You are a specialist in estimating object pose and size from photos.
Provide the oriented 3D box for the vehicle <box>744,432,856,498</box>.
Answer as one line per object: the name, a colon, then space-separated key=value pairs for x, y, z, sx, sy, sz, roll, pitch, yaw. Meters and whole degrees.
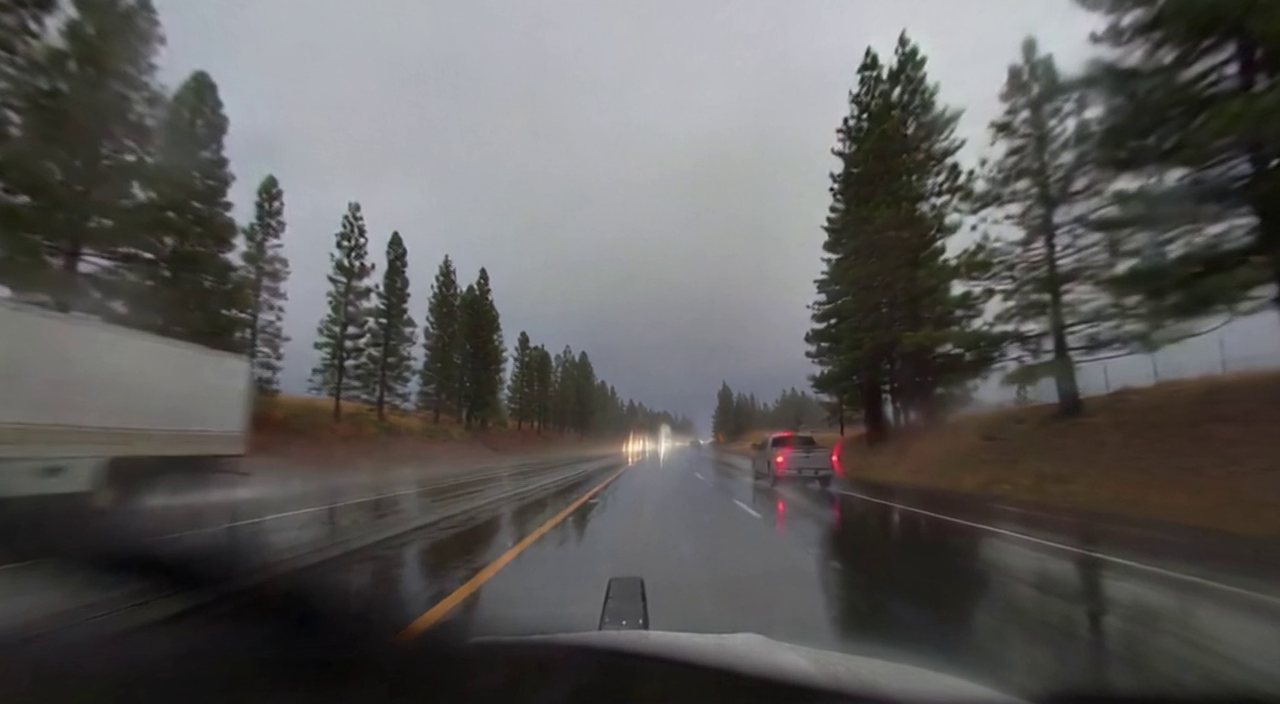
vehicle: x=4.583 y=3.315 z=18.967 sx=2.098 sy=1.703 sz=4.862 roll=0 pitch=-8 yaw=0

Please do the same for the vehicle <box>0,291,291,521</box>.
vehicle: x=-13.234 y=1.186 z=12.909 sx=2.910 sy=4.204 sz=16.031 roll=0 pitch=-8 yaw=1
